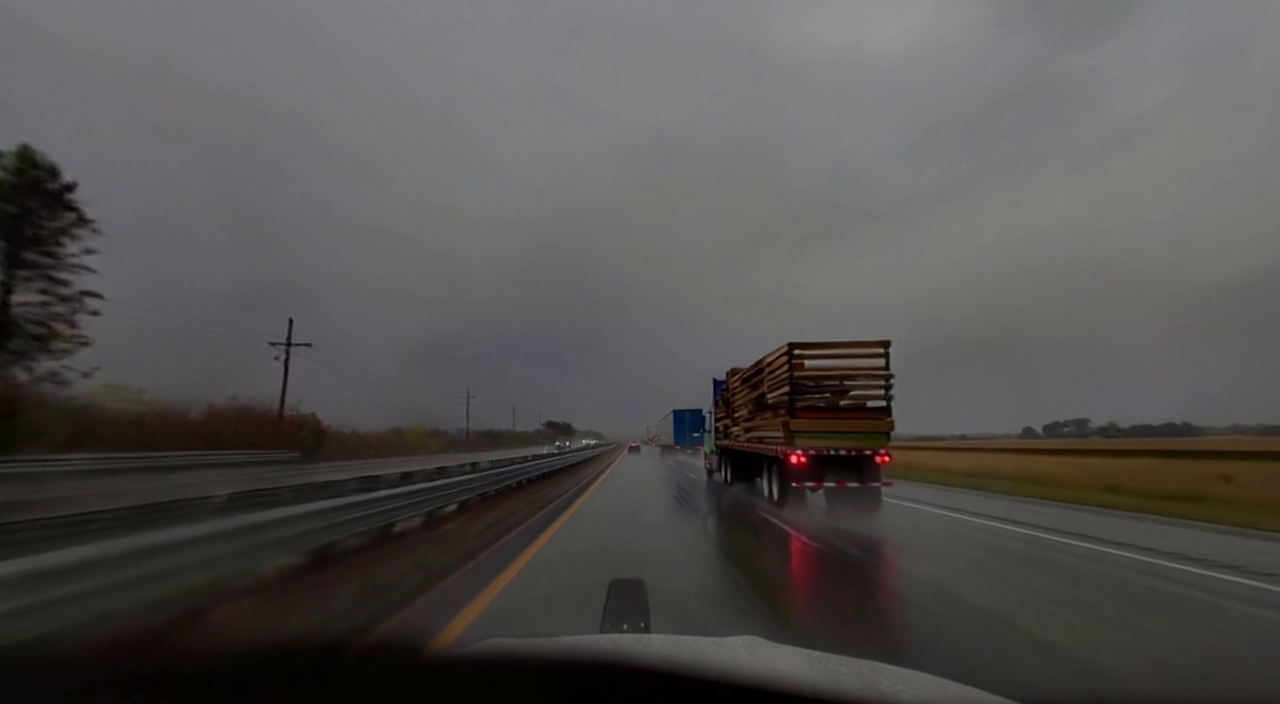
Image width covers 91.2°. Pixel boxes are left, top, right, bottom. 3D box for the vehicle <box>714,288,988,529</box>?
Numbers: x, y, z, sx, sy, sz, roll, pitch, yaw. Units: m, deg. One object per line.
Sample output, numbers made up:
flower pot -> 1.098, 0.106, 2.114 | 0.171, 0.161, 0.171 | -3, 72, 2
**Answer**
vehicle -> 4.344, 1.844, 17.550 | 3.024, 4.065, 13.796 | -1, -8, 1
